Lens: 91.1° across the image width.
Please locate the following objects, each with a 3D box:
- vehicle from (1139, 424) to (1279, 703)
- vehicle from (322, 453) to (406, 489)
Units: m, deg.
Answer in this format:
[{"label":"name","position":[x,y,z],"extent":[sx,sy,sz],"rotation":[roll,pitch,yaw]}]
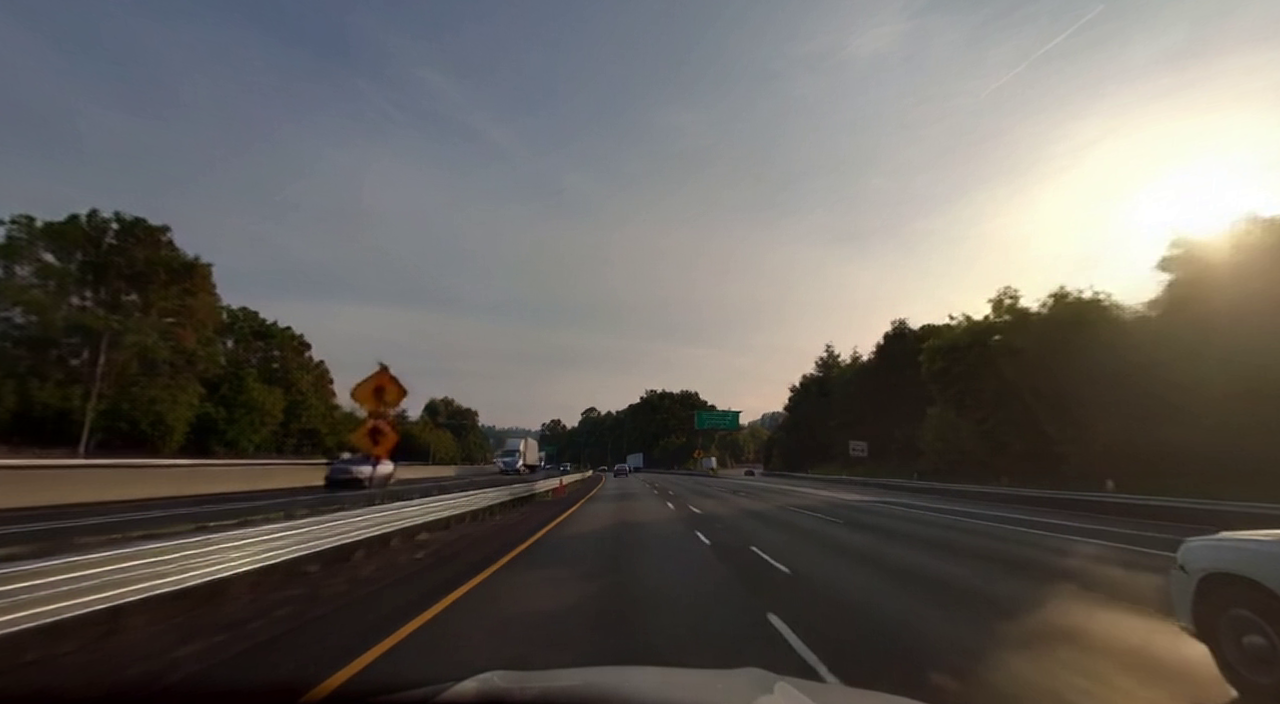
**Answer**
[{"label":"vehicle","position":[4.084,0.844,1.502],"extent":[1.965,1.502,4.599],"rotation":[1,-10,0]},{"label":"vehicle","position":[-12.802,5.575,29.473],"extent":[1.921,1.493,4.470],"rotation":[1,-10,-1]}]
